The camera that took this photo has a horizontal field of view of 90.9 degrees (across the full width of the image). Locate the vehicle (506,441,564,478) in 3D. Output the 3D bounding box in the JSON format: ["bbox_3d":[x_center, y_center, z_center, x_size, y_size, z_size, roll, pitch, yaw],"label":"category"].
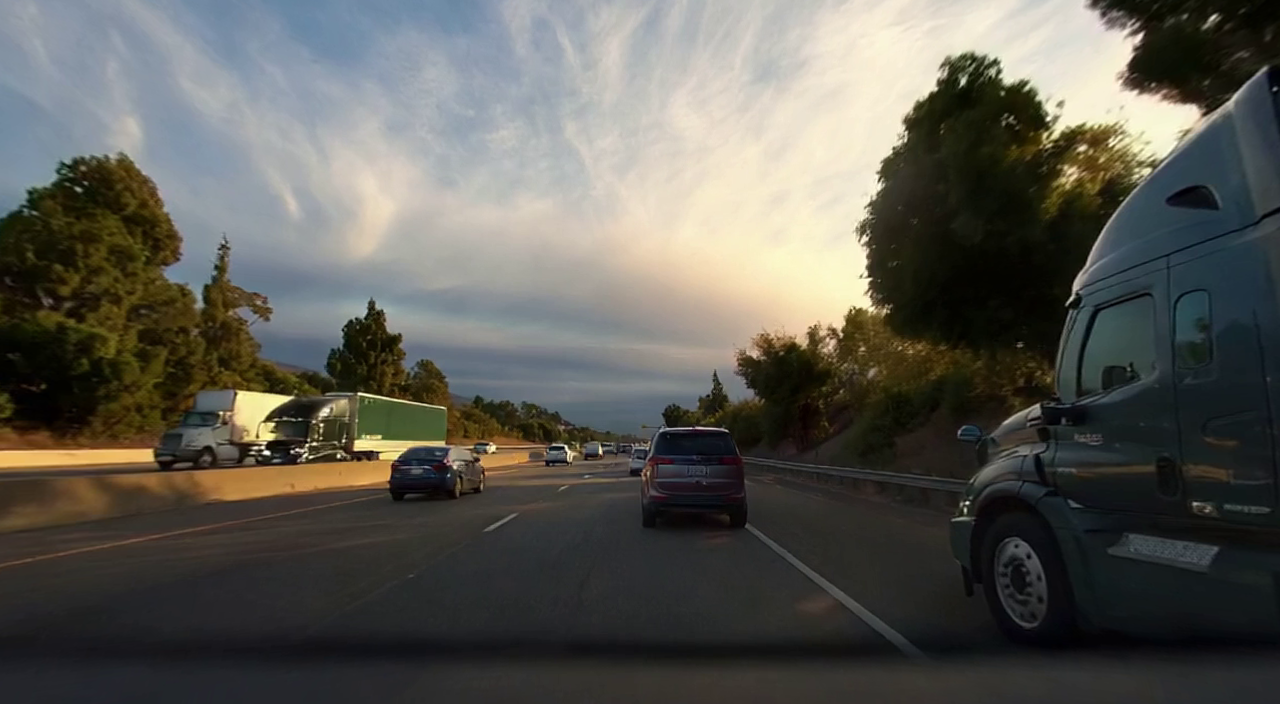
[{"bbox_3d":[-4.702,4.876,28.804,1.855,1.527,4.209,0,-9,1],"label":"vehicle"}]

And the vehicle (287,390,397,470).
[{"bbox_3d":[-15.927,4.289,34.240,2.946,3.934,5.884,0,-9,1],"label":"vehicle"}]

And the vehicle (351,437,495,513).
[{"bbox_3d":[-4.757,2.730,14.472,1.867,1.489,3.829,0,-9,1],"label":"vehicle"}]

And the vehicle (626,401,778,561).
[{"bbox_3d":[0.755,1.864,9.704,1.825,1.920,3.960,0,-9,0],"label":"vehicle"}]

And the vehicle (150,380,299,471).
[{"bbox_3d":[-19.857,3.669,30.664,2.867,3.988,6.021,0,-9,1],"label":"vehicle"}]

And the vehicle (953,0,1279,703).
[{"bbox_3d":[3.834,0.147,3.379,2.141,3.473,4.217,-1,-9,3],"label":"vehicle"}]

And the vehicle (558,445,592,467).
[{"bbox_3d":[-4.501,7.271,44.161,1.857,1.423,3.920,0,-9,1],"label":"vehicle"}]
